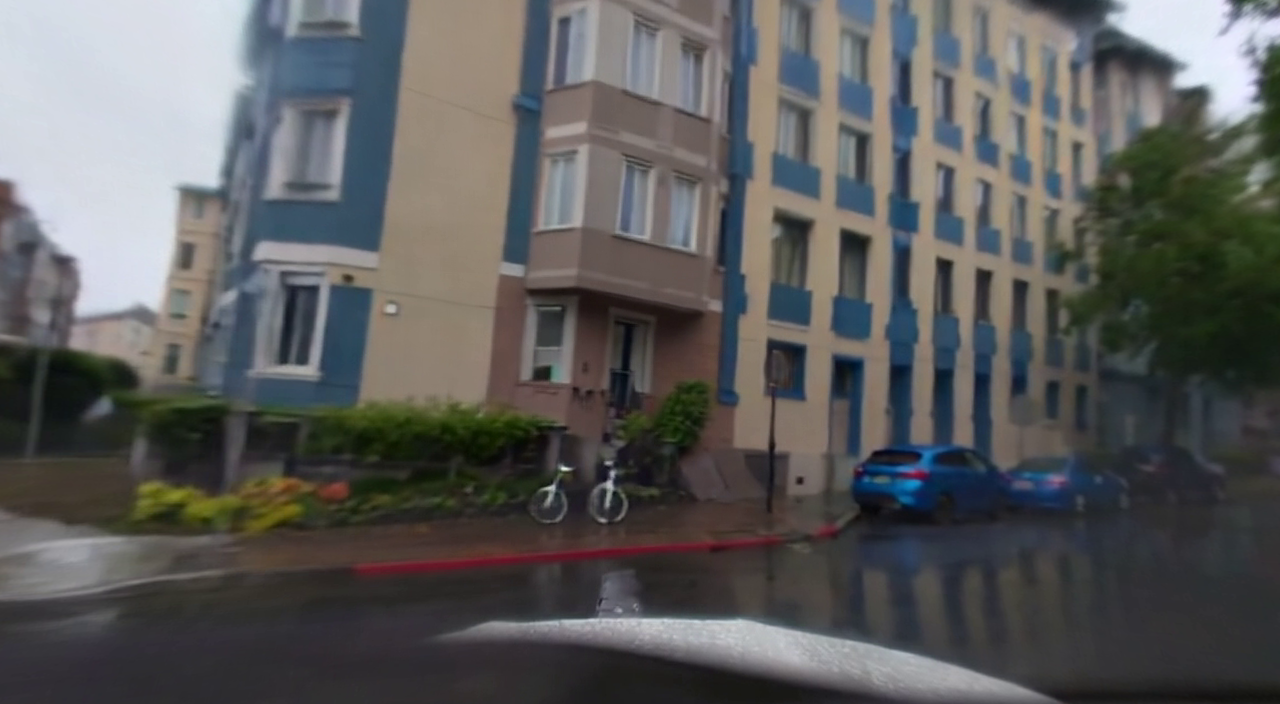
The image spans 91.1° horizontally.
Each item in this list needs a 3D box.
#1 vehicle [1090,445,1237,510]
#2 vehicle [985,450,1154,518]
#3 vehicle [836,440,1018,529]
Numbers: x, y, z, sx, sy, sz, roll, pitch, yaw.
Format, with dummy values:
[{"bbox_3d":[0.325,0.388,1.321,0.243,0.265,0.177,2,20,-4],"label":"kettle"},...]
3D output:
[{"bbox_3d":[15.274,3.554,18.311,4.302,1.629,1.942,5,-9,-32],"label":"vehicle"},{"bbox_3d":[10.716,3.166,15.614,4.294,1.427,1.830,5,-9,-32],"label":"vehicle"},{"bbox_3d":[5.789,2.554,12.634,3.414,1.519,1.719,6,-9,-34],"label":"vehicle"}]
